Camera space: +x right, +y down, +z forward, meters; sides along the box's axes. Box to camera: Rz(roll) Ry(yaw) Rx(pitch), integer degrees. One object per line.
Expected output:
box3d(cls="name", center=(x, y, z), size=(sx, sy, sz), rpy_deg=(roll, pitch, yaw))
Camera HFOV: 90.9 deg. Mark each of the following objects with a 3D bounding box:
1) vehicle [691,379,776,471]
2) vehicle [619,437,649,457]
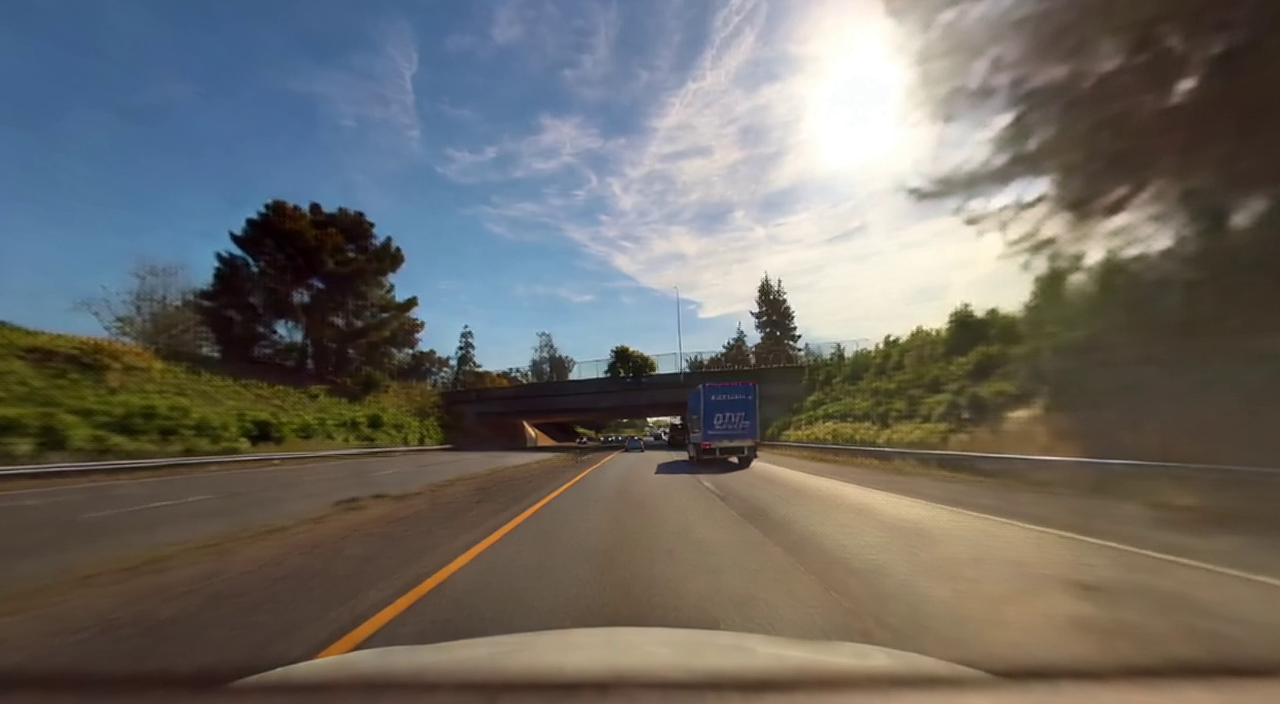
box3d(cls="vehicle", center=(3.702, 2.982, 25.647), size=(2.913, 3.491, 2.811), rpy_deg=(0, -8, -1))
box3d(cls="vehicle", center=(-0.414, 6.627, 44.378), size=(1.996, 1.325, 4.029), rpy_deg=(0, -8, 0))
